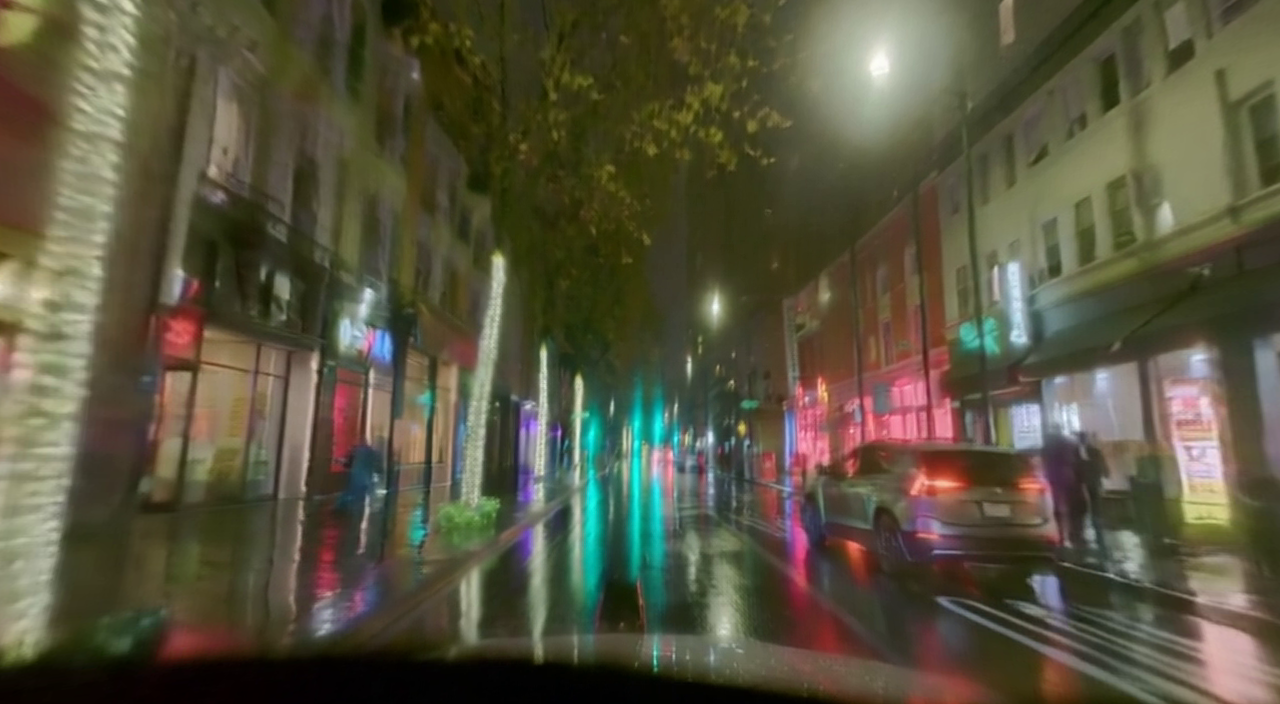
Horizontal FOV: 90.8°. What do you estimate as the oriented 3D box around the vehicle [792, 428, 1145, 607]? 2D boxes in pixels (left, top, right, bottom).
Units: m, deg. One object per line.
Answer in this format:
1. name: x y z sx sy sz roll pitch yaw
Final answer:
1. vehicle: 3.442 1.795 7.826 1.971 1.559 4.326 0 -9 -1
